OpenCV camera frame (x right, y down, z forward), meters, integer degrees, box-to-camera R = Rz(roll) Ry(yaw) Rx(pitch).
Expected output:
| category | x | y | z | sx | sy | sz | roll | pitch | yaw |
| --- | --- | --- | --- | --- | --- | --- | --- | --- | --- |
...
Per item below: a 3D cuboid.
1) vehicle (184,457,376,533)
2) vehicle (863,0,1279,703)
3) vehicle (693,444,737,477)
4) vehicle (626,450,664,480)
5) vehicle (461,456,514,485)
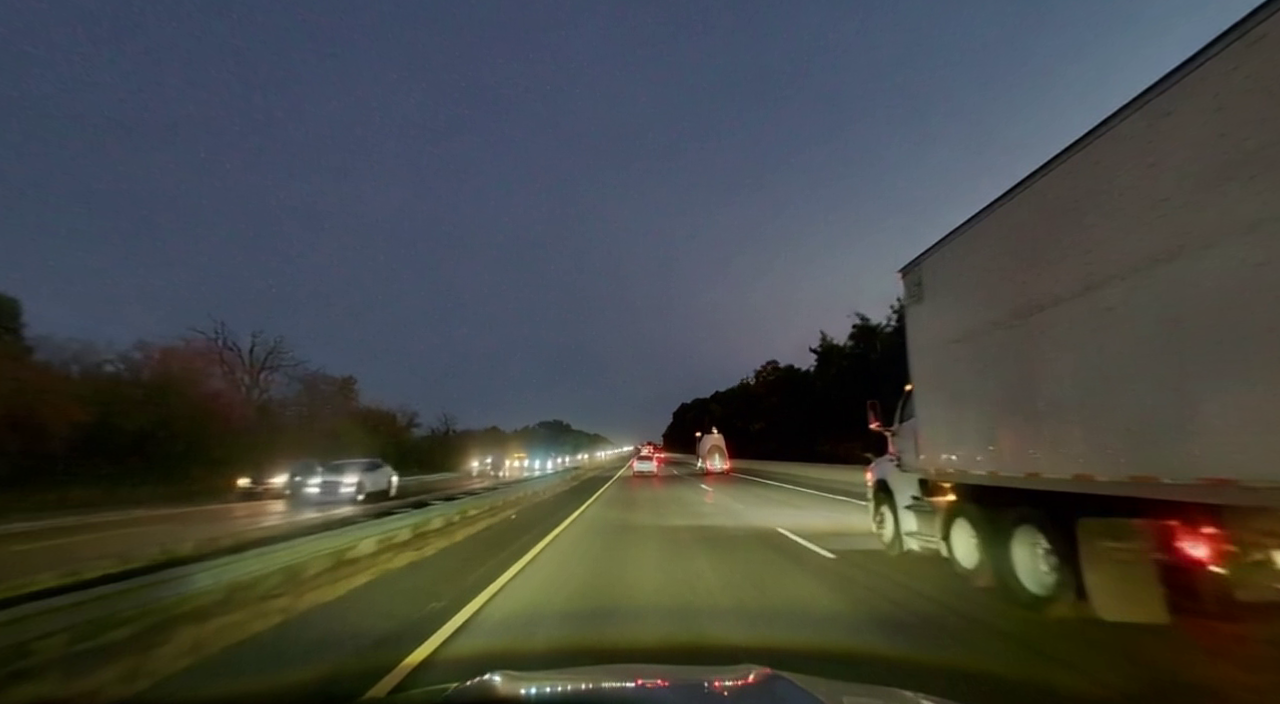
| category | x | y | z | sx | sy | sz | roll | pitch | yaw |
| --- | --- | --- | --- | --- | --- | --- | --- | --- | --- |
| vehicle | -8.291 | 3.287 | 15.139 | 1.935 | 1.477 | 4.537 | 0 | -9 | 0 |
| vehicle | 4.507 | -0.055 | 2.515 | 2.885 | 3.679 | 12.102 | 0 | -9 | 1 |
| vehicle | 4.512 | 6.595 | 38.463 | 2.020 | 1.849 | 4.051 | 0 | -9 | -2 |
| vehicle | 0.262 | 6.082 | 34.018 | 1.939 | 1.495 | 3.612 | 0 | -9 | 0 |
| vehicle | -8.230 | 6.415 | 34.271 | 1.873 | 1.435 | 3.915 | 0 | -9 | 0 |
